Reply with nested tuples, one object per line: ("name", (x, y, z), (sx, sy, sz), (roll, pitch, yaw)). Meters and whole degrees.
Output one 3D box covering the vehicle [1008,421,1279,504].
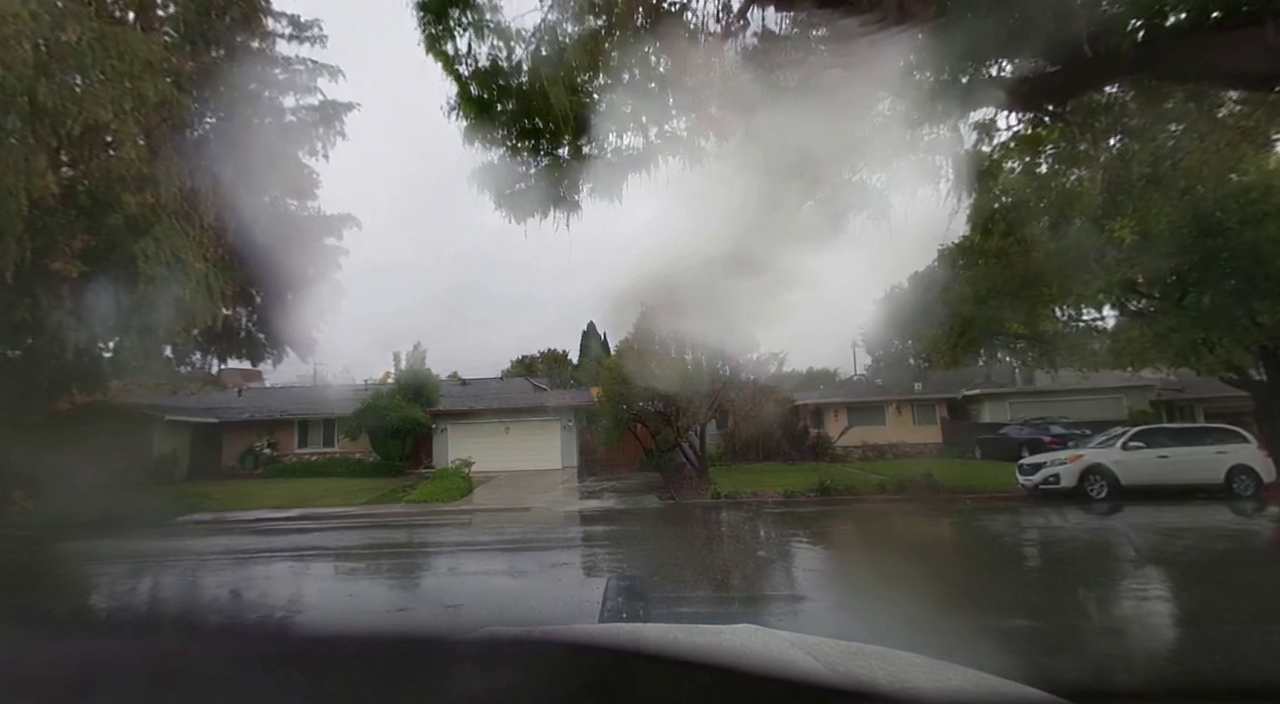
("vehicle", (10.802, 2.329, 13.420), (4.658, 1.615, 1.894), (0, -8, -2))
